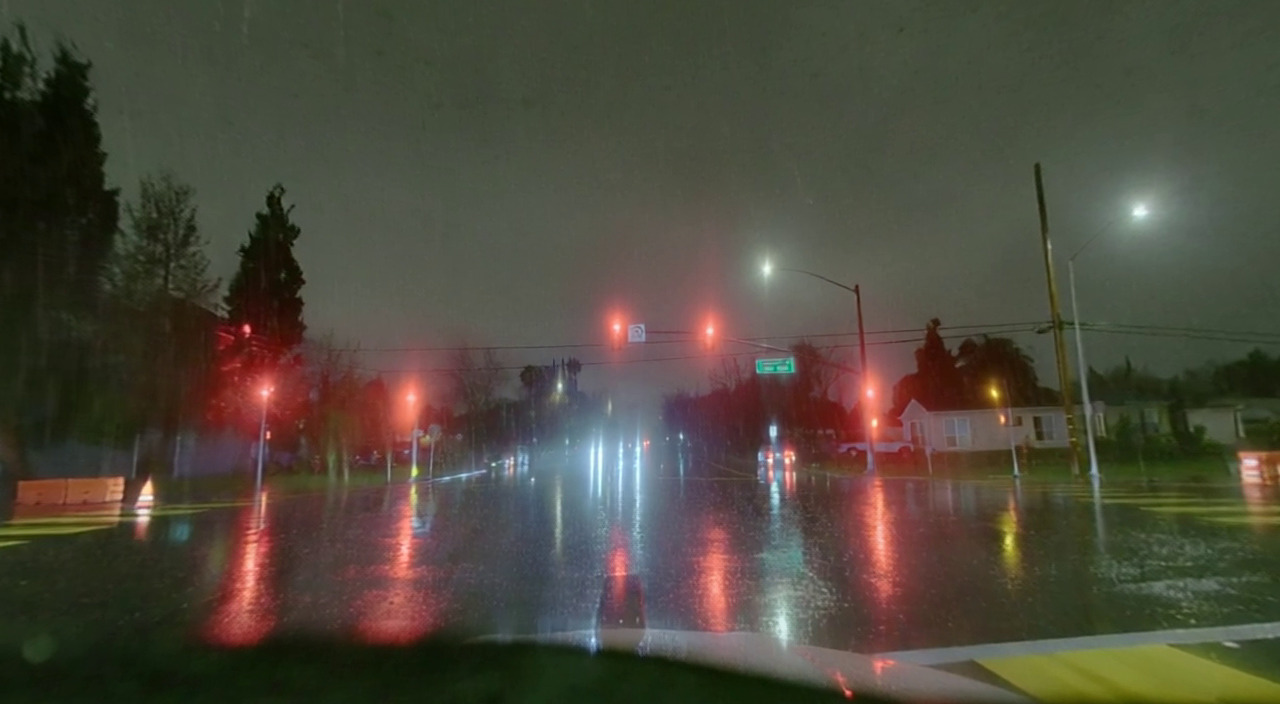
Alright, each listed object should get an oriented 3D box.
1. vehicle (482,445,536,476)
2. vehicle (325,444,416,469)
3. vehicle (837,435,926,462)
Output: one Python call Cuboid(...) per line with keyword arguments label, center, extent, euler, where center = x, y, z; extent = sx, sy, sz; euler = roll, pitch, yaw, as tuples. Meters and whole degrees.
Cuboid(label="vehicle", center=(-6.610, 5.526, 32.386), extent=(1.881, 1.452, 4.121), euler=(0, -8, 0))
Cuboid(label="vehicle", center=(-16.393, 6.370, 38.591), extent=(4.713, 1.409, 1.918), euler=(0, -8, -2))
Cuboid(label="vehicle", center=(15.375, 6.174, 40.325), extent=(4.892, 1.656, 1.856), euler=(0, -8, 0))
